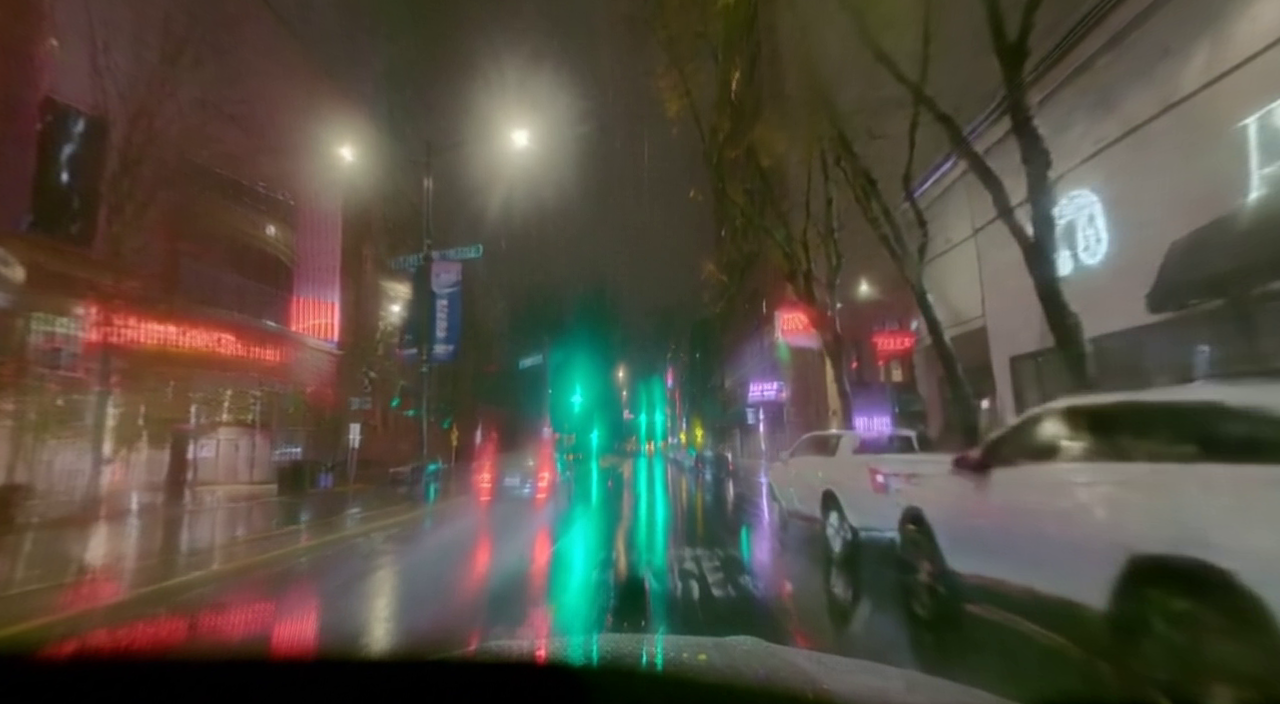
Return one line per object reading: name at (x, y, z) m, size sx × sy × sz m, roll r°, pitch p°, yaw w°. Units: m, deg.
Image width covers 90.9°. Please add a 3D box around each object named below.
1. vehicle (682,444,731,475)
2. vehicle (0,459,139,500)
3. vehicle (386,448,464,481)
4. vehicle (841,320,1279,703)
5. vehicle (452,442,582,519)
vehicle at (3.396, 5.564, 32.983) m, size 1.950 × 1.462 × 4.807 m, roll 0°, pitch -8°, yaw -1°
vehicle at (-23.732, 5.246, 26.029) m, size 4.358 × 1.522 × 1.970 m, roll -1°, pitch -8°, yaw 2°
vehicle at (-12.323, 6.360, 35.985) m, size 4.737 × 1.741 × 2.092 m, roll -8°, pitch -11°, yaw 42°
vehicle at (3.065, 1.050, 3.881) m, size 1.997 × 1.773 × 4.657 m, roll 0°, pitch -8°, yaw -1°
vehicle at (-2.563, 2.794, 14.307) m, size 2.030 × 1.436 × 4.388 m, roll -1°, pitch -8°, yaw 1°
